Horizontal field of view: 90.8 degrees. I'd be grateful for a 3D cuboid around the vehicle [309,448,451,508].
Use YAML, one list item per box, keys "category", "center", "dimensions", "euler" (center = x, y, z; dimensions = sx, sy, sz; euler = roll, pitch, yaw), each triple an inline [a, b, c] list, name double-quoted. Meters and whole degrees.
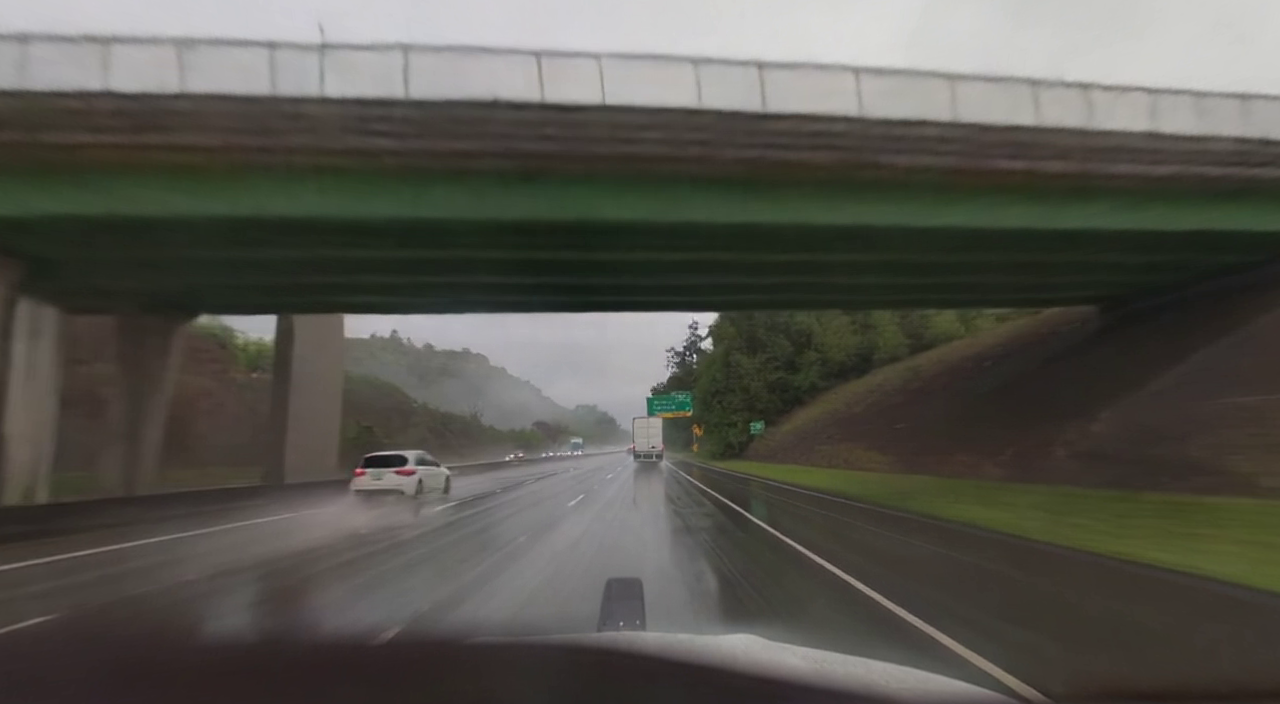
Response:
- category: "vehicle"
  center: [-7.218, 3.520, 18.148]
  dimensions: [1.953, 1.452, 4.711]
  euler: [0, -9, 2]
